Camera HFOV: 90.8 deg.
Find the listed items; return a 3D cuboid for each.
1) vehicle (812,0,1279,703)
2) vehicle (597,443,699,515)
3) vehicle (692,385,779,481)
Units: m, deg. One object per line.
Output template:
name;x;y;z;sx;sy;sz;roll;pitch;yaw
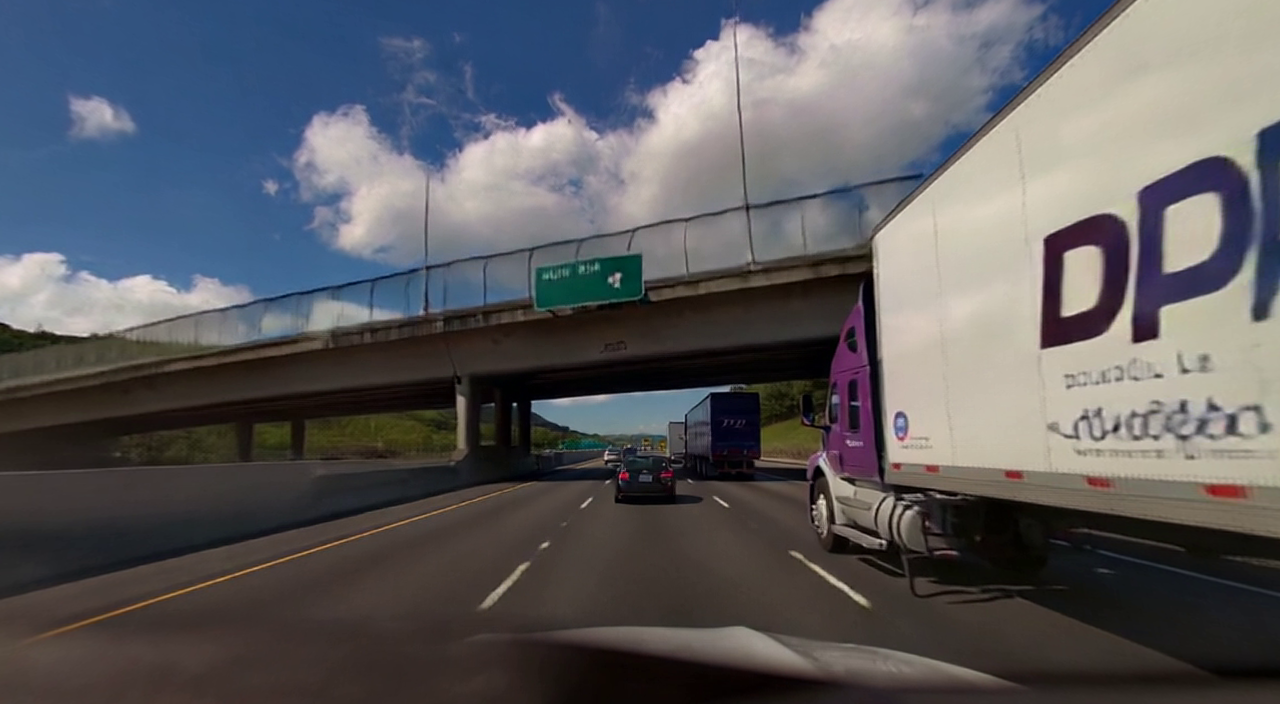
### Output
vehicle;4.110;0.078;4.146;2.884;3.930;10.206;0;-9;-1
vehicle;0.160;2.863;14.638;2.029;1.437;3.794;0;-9;0
vehicle;4.377;4.071;31.038;2.801;4.039;8.684;0;-9;-1
